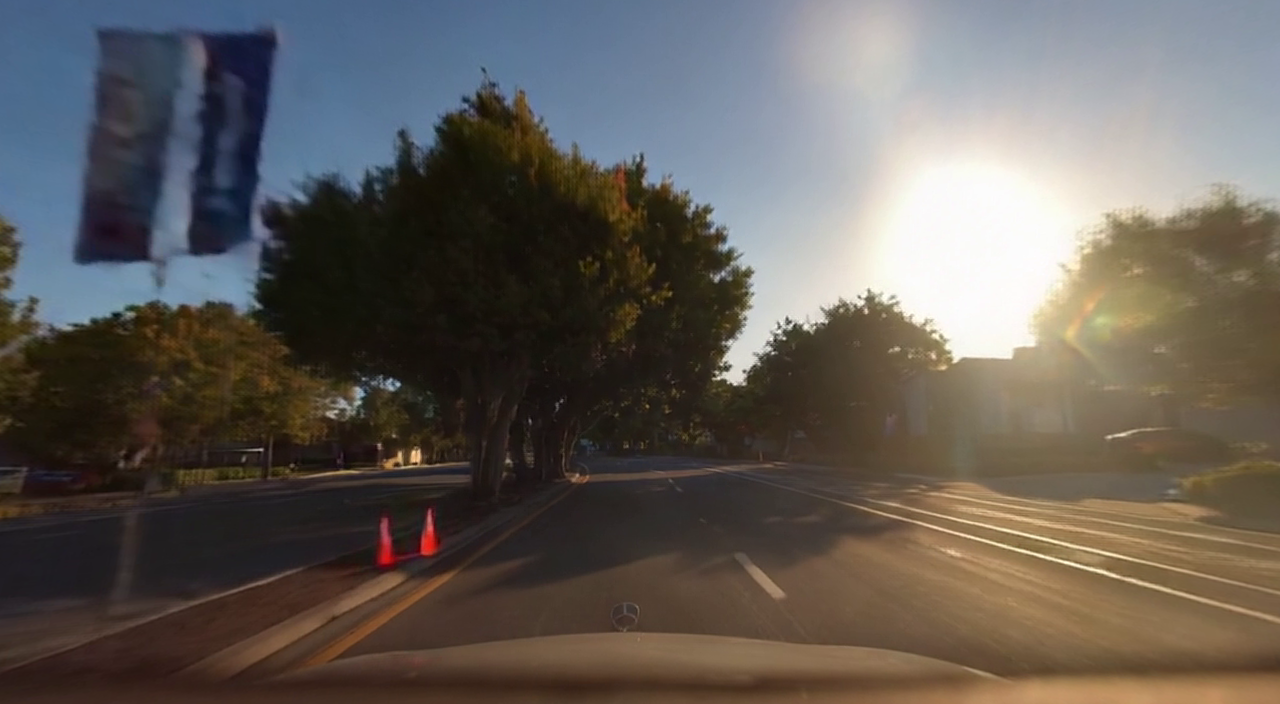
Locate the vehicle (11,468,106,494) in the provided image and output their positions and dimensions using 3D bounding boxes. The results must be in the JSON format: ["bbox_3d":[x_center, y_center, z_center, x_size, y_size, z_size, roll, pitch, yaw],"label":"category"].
[{"bbox_3d":[-33.665,7.458,36.651,3.512,1.321,1.874,0,-9,-3],"label":"vehicle"}]
